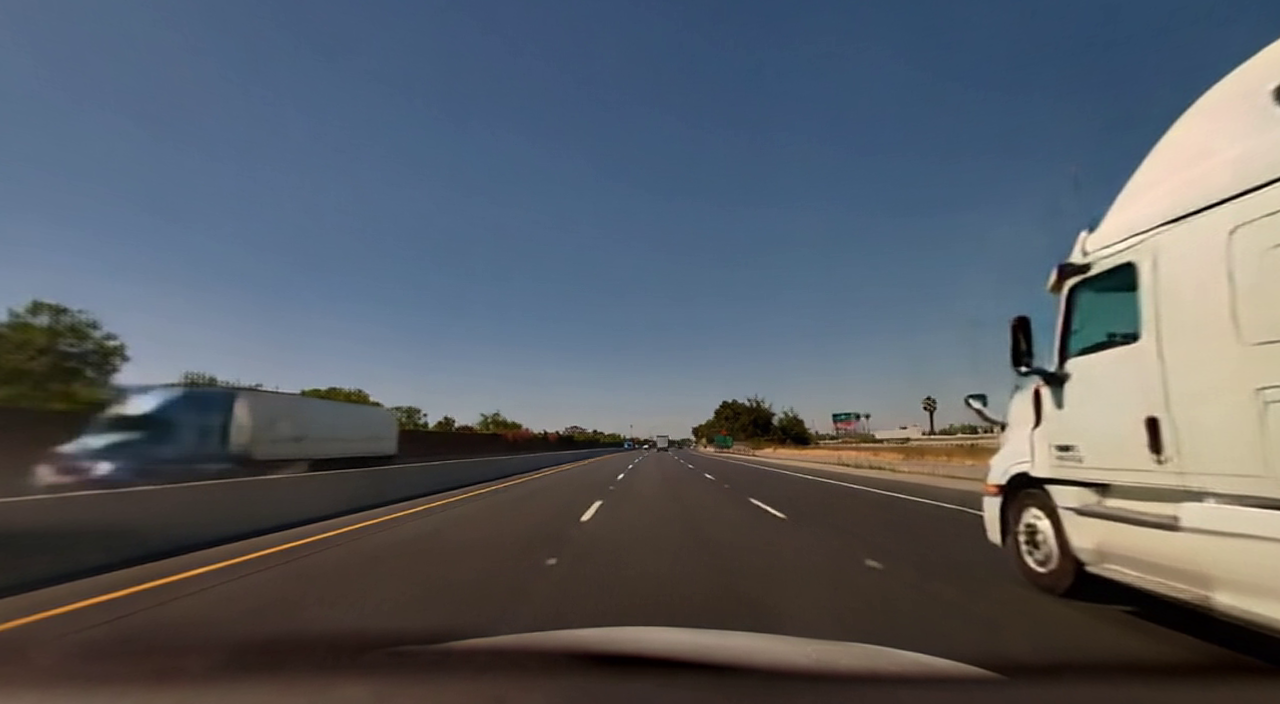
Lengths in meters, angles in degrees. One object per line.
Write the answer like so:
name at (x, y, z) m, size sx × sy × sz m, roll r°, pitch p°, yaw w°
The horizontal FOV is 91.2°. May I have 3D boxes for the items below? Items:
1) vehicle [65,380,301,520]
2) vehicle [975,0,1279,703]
vehicle at (-15.999, 3.460, 22.829) m, size 3.384 × 4.316 × 6.420 m, roll 0°, pitch -8°, yaw 2°
vehicle at (4.887, -0.290, 2.423) m, size 3.107 × 4.307 × 7.088 m, roll 0°, pitch -9°, yaw 0°
